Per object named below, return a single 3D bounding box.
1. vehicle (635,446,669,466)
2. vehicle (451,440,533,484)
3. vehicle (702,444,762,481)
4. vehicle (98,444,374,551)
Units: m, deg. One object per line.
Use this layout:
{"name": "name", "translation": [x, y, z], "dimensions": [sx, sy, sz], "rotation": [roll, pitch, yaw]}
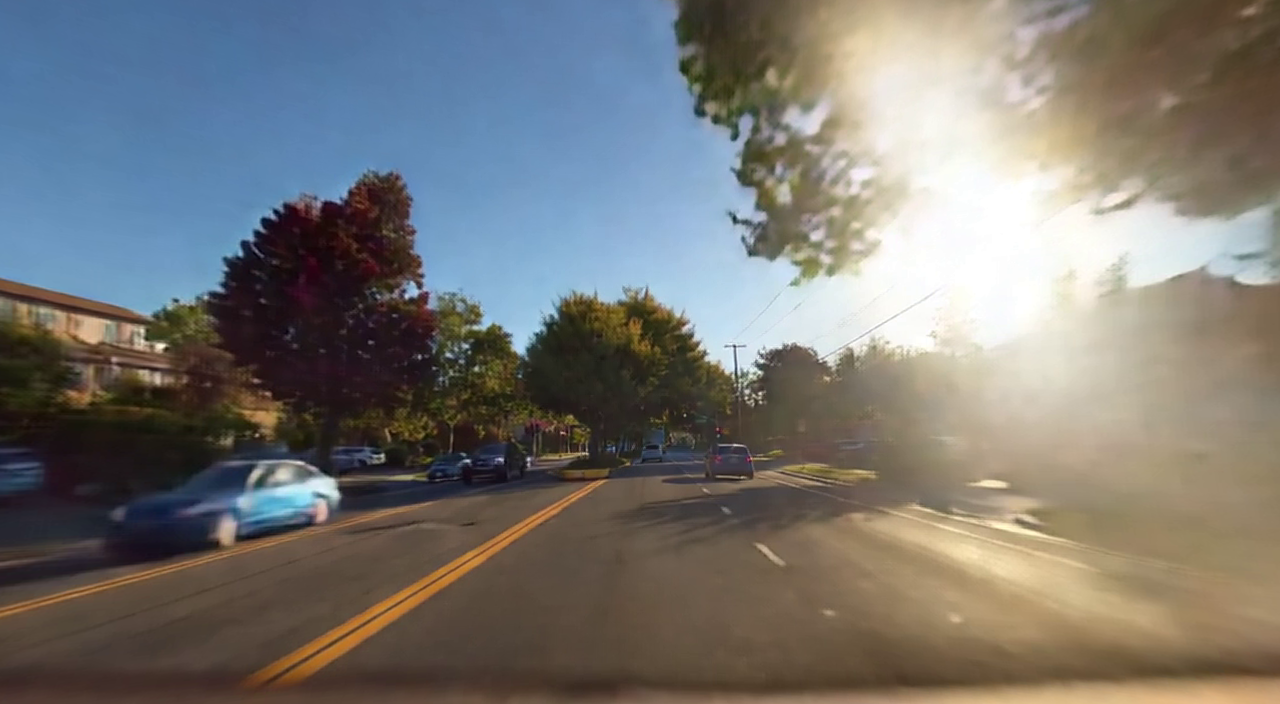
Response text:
{"name": "vehicle", "translation": [0.852, 7.379, 44.875], "dimensions": [2.298, 1.359, 4.081], "rotation": [0, -8, 1]}
{"name": "vehicle", "translation": [-6.636, 4.993, 28.982], "dimensions": [2.303, 1.789, 5.423], "rotation": [-1, -8, 2]}
{"name": "vehicle", "translation": [3.914, 4.755, 27.519], "dimensions": [1.951, 1.479, 4.487], "rotation": [0, -8, 0]}
{"name": "vehicle", "translation": [-7.042, 2.522, 11.786], "dimensions": [1.997, 1.566, 4.637], "rotation": [0, -8, 1]}
